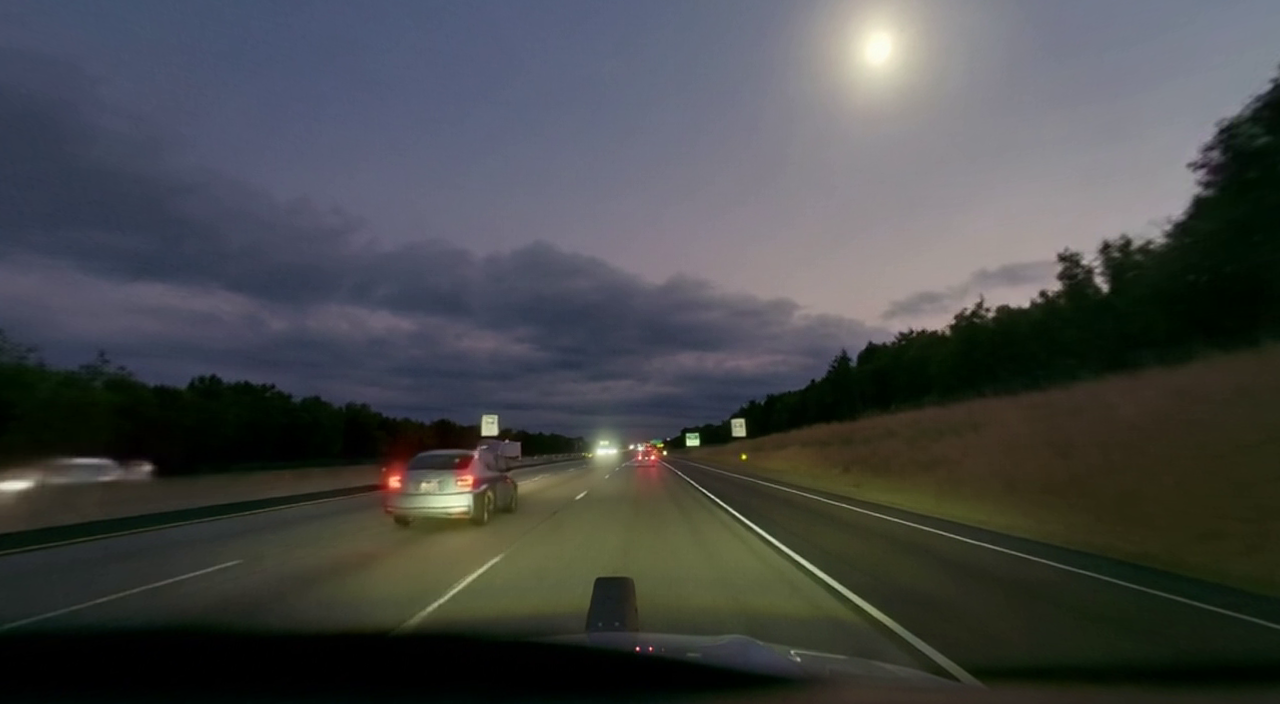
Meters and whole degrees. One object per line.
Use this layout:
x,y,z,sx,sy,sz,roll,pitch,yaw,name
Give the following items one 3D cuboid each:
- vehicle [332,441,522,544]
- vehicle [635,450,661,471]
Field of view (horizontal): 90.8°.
-3.518,2.392,11.376,1.978,1.498,4.080,0,-9,0,vehicle
0.585,8.333,48.703,1.908,1.515,3.871,0,-9,0,vehicle
